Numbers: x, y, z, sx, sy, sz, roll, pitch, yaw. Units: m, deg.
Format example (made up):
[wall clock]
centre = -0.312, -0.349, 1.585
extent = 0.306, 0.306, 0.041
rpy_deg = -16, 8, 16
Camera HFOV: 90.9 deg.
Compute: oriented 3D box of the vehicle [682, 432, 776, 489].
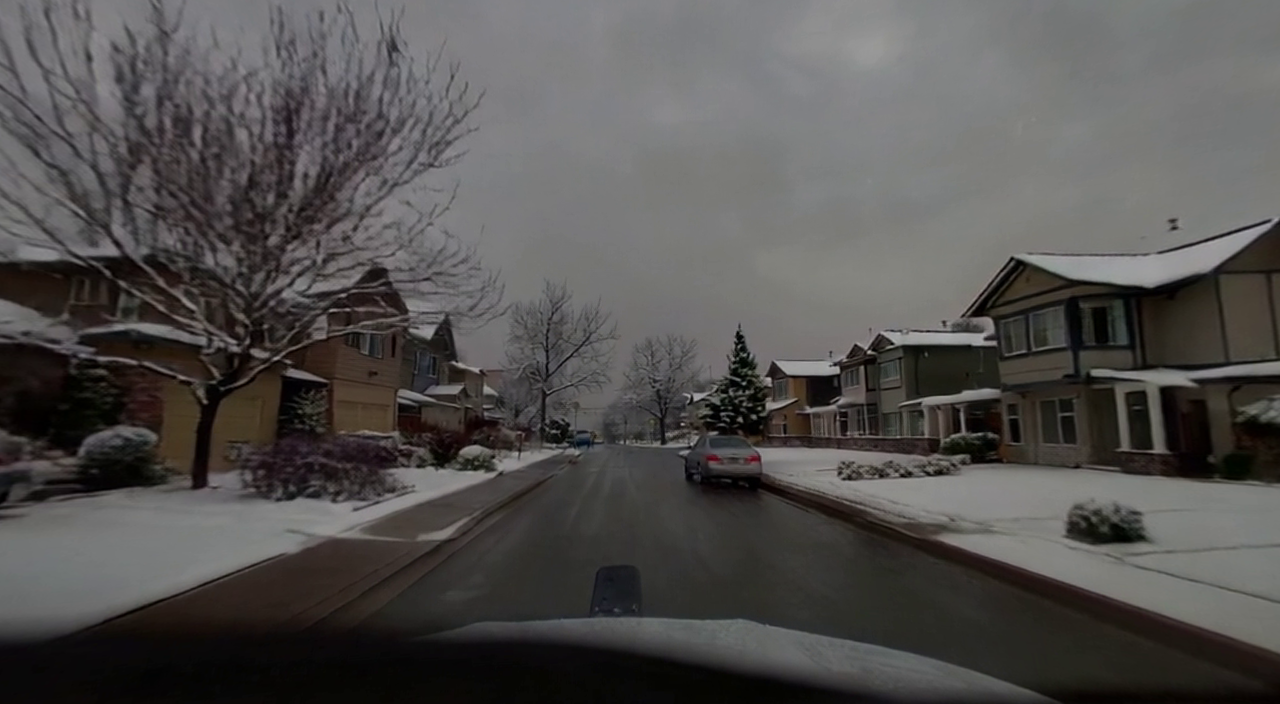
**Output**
[vehicle]
centre = 2.512, 3.155, 18.779
extent = 1.955, 1.498, 4.046
rpy_deg = 0, -8, -4
